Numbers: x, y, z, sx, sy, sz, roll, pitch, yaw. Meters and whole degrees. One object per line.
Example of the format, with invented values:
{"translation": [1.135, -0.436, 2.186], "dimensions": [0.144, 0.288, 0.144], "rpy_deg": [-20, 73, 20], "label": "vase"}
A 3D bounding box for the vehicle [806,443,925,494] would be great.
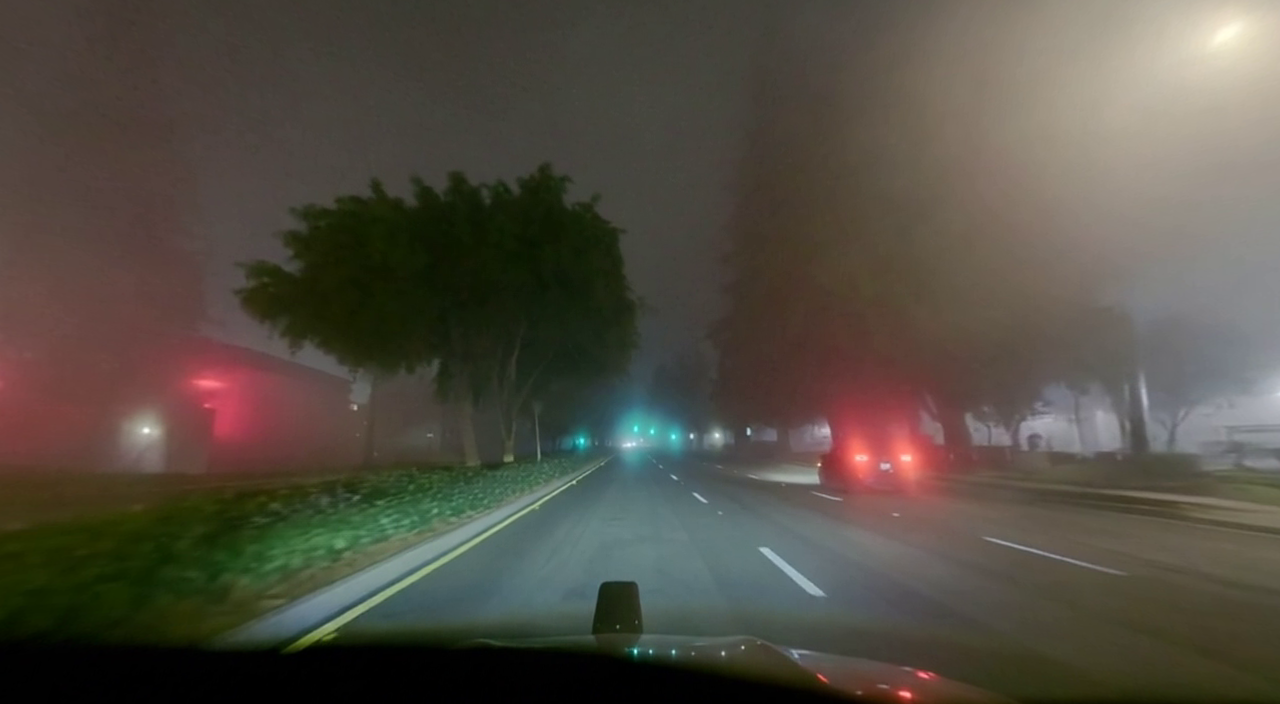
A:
{"translation": [6.988, 3.640, 20.131], "dimensions": [2.054, 1.421, 4.487], "rpy_deg": [0, -9, -1], "label": "vehicle"}
